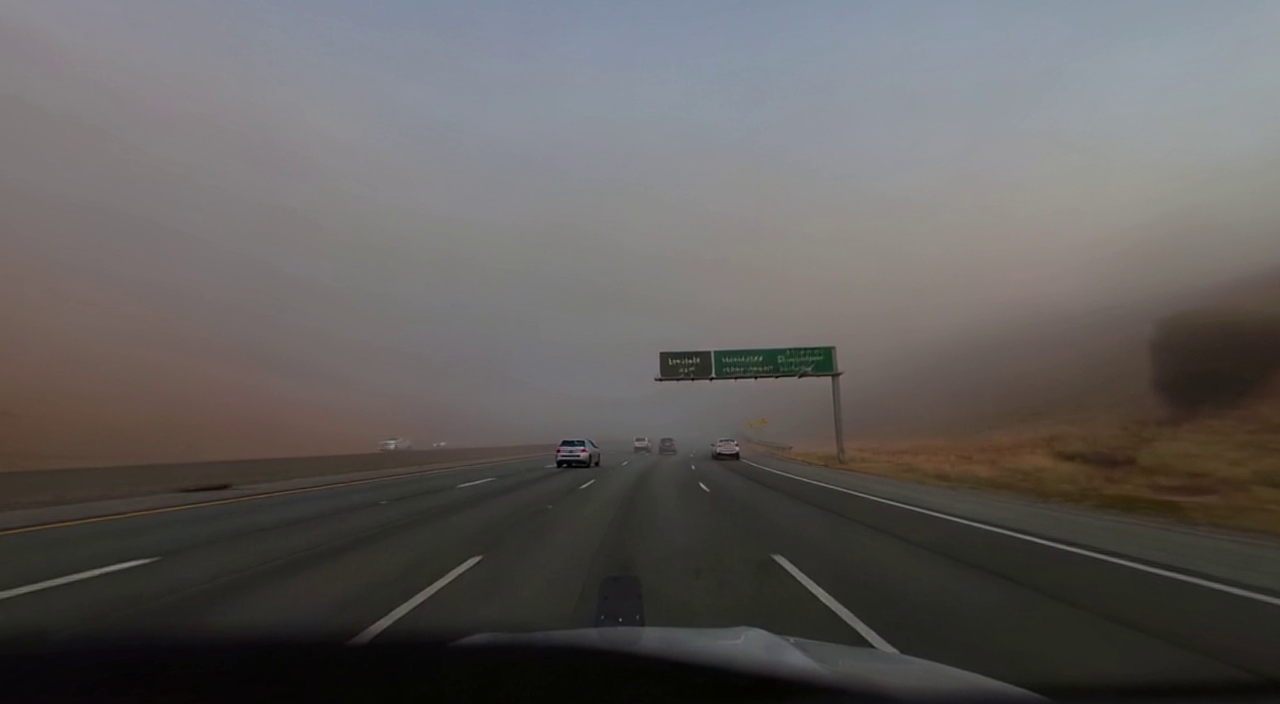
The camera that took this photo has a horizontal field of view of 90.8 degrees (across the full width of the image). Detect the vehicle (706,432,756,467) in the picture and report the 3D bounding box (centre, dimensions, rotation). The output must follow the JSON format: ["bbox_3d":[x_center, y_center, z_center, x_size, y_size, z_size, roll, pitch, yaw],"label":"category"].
[{"bbox_3d":[4.980,5.416,35.237,2.164,1.788,4.500,0,-8,1],"label":"vehicle"}]

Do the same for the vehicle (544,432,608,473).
[{"bbox_3d":[-2.798,4.550,28.865,2.166,1.700,4.661,-1,-8,4],"label":"vehicle"}]

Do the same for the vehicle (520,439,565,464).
[{"bbox_3d":[-6.254,6.398,40.922,1.975,1.520,4.390,-1,-8,3],"label":"vehicle"}]
